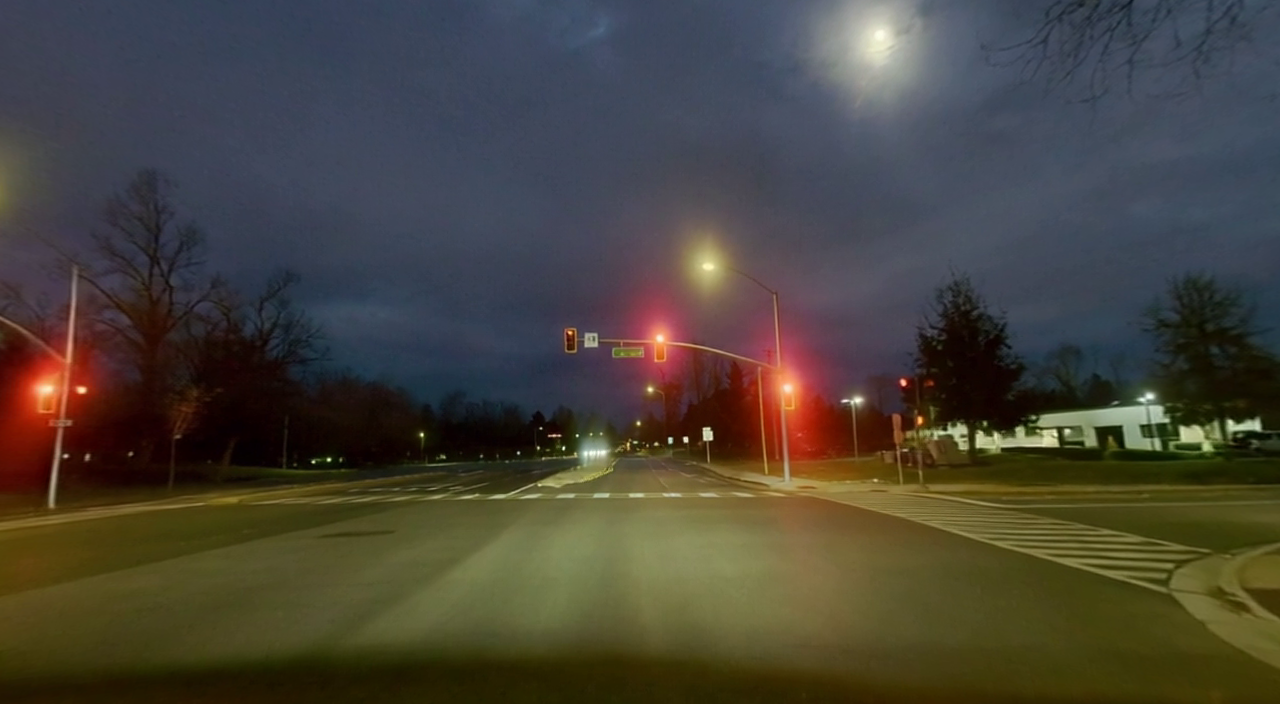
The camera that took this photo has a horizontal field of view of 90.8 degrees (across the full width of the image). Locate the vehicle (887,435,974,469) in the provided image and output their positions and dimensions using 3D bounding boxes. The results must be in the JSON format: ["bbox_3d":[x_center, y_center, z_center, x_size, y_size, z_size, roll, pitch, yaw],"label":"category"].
[{"bbox_3d":[14.966,5.206,32.856,1.959,1.471,4.570,-4,-8,-5],"label":"vehicle"}]
